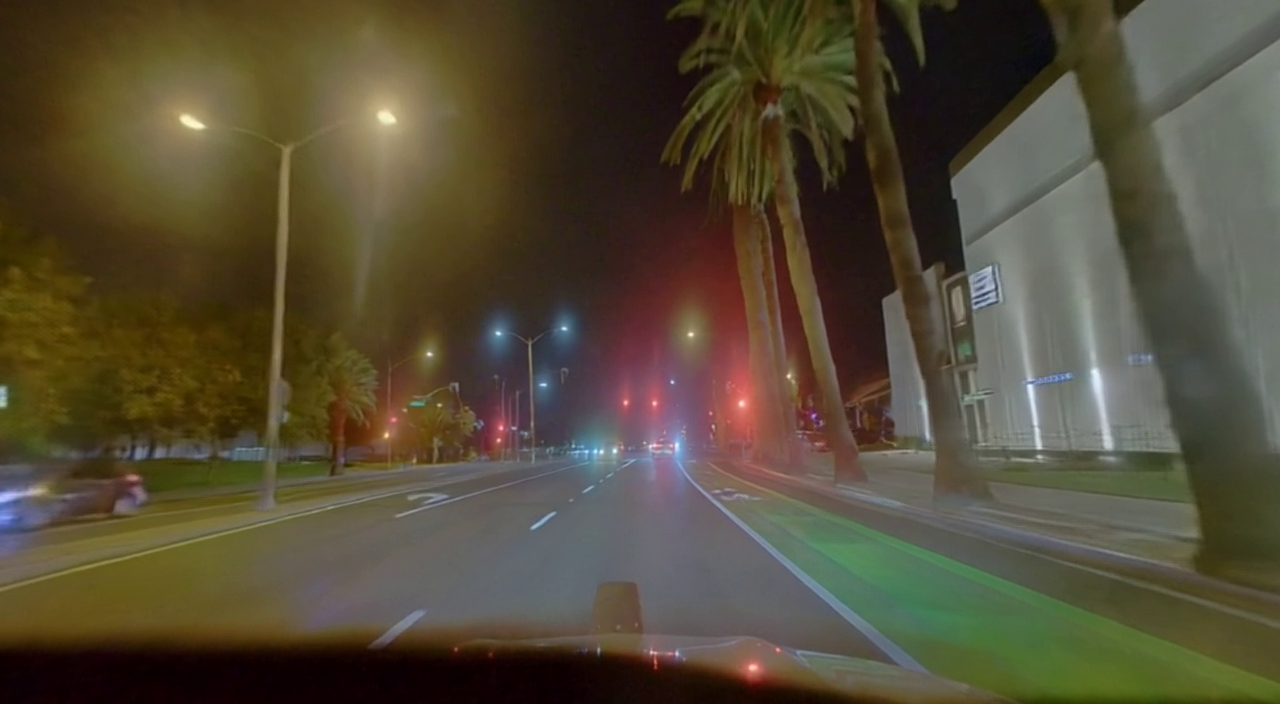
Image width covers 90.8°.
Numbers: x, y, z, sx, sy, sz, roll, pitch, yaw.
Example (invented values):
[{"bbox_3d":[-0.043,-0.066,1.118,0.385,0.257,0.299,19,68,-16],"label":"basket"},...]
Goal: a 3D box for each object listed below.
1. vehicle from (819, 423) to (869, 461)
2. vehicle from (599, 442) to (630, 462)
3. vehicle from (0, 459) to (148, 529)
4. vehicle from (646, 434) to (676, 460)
[{"bbox_3d":[12.777,5.672,39.893,1.996,2.172,5.298,-1,-8,7],"label":"vehicle"},{"bbox_3d":[-1.909,7.611,48.276,1.969,1.481,3.868,-1,-9,3],"label":"vehicle"},{"bbox_3d":[-18.262,4.208,19.237,2.178,1.779,5.406,0,-9,0],"label":"vehicle"},{"bbox_3d":[1.639,7.340,48.895,2.206,1.922,4.262,-1,-9,2],"label":"vehicle"}]
